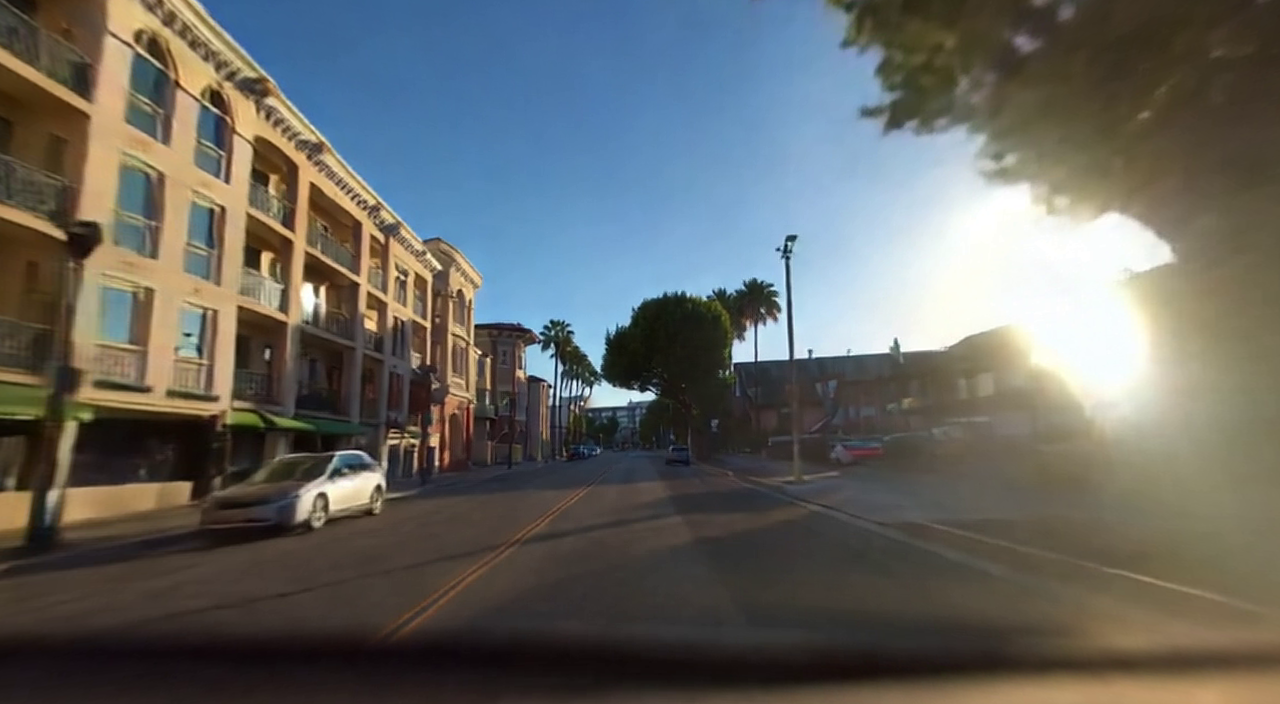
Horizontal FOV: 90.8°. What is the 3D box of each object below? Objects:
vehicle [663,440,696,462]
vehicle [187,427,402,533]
[{"bbox_3d":[2.856,7.278,46.510,1.985,1.543,4.112,0,-8,-2],"label":"vehicle"},{"bbox_3d":[-6.621,2.499,12.819,1.946,1.640,4.430,-3,-9,-1],"label":"vehicle"}]
